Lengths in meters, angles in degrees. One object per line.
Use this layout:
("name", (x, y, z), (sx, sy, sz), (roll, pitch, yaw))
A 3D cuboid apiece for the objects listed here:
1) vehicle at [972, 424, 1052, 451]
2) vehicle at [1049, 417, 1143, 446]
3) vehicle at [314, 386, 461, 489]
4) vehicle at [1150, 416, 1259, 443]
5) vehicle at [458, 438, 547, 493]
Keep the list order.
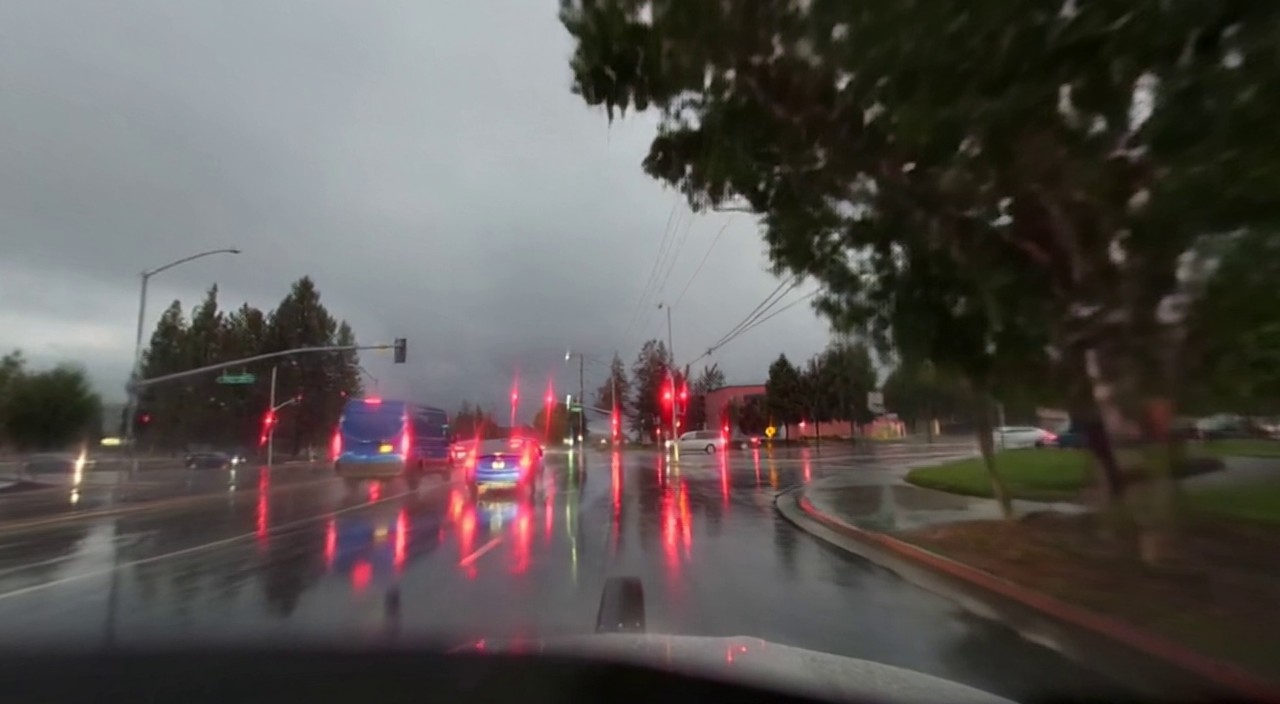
("vehicle", (21.345, 4.922, 36.159), (3.718, 1.480, 1.981), (4, -9, -20))
("vehicle", (27.685, 4.868, 38.363), (4.056, 1.659, 1.881), (-2, -9, 12))
("vehicle", (-8.126, 2.948, 21.332), (2.461, 2.889, 6.776), (1, -9, -3))
("vehicle", (33.378, 4.603, 37.338), (4.342, 1.513, 1.838), (-2, -9, 14))
("vehicle", (-4.129, 3.487, 19.682), (2.019, 1.485, 4.565), (1, -9, -4))
